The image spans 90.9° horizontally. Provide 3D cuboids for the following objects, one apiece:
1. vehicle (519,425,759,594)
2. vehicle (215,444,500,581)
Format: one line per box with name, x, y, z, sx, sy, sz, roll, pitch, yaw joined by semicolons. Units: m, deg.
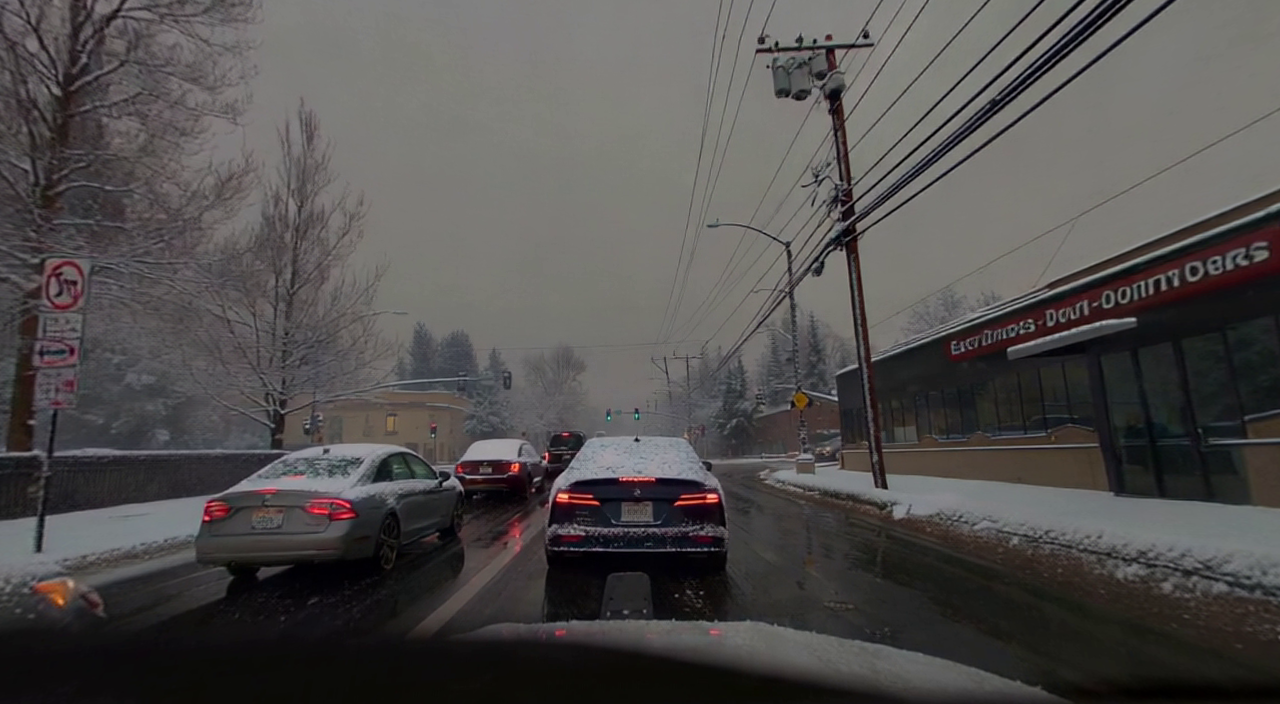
vehicle;-0.016;1.683;7.577;2.101;1.469;3.955;0;-9;0
vehicle;-3.212;1.871;8.206;1.765;1.319;4.013;0;-9;2
